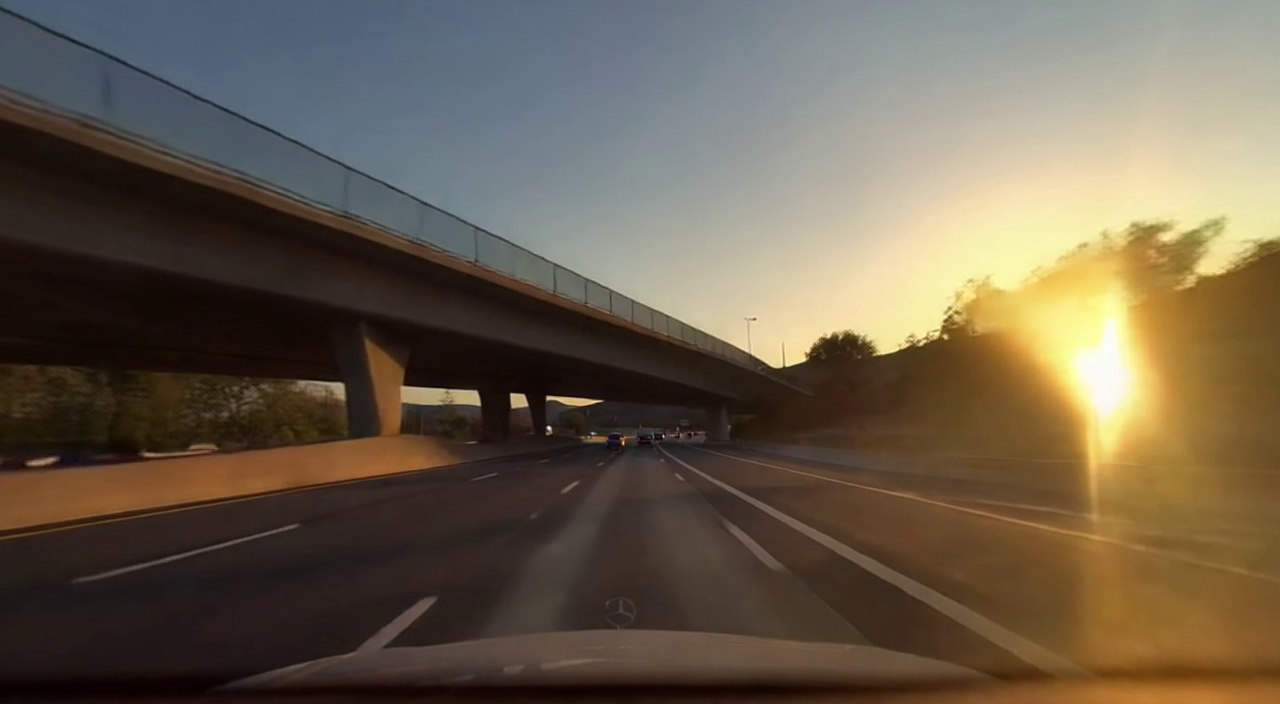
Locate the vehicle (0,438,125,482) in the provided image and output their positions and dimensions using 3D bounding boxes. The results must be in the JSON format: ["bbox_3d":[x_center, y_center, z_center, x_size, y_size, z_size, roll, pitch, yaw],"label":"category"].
[{"bbox_3d":[-22.327,4.024,23.884,1.820,1.504,4.417,0,-8,-1],"label":"vehicle"}]
